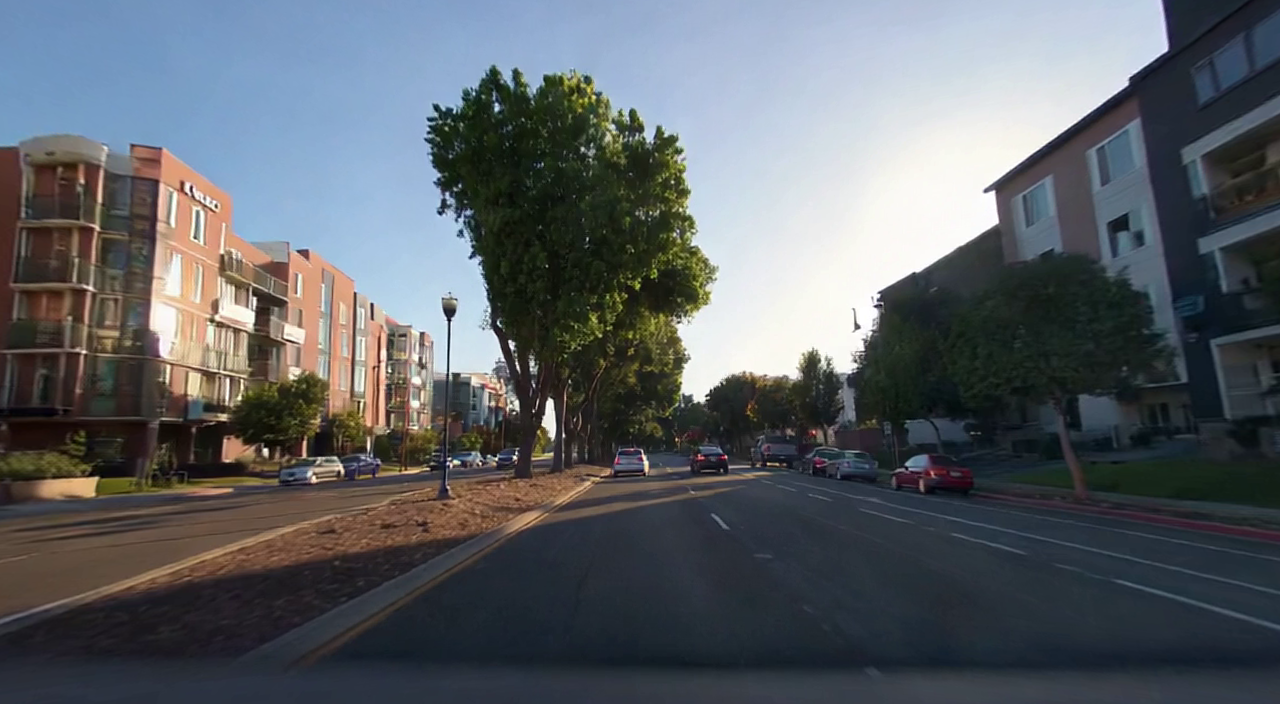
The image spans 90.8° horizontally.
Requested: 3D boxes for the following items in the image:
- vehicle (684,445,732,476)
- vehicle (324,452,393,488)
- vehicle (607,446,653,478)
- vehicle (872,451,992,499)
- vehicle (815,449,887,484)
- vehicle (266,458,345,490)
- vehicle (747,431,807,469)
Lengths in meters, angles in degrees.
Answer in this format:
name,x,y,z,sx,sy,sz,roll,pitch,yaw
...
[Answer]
name,x,y,z,sx,sy,sz,roll,pitch,yaw
vehicle,3.493,5.674,33.286,1.993,1.477,4.240,0,-9,-1
vehicle,-19.289,8.073,43.614,2.240,2.112,5.268,1,-8,0
vehicle,-0.466,5.365,31.114,2.101,1.444,4.248,0,-9,0
vehicle,10.071,4.248,22.251,1.944,1.454,4.647,0,-9,-1
vehicle,10.132,5.524,30.801,1.898,1.502,4.788,0,-9,0
vehicle,-19.156,6.965,36.449,2.180,1.608,4.443,0,-9,-1
vehicle,10.409,7.569,48.831,3.082,2.655,7.381,0,-9,0
